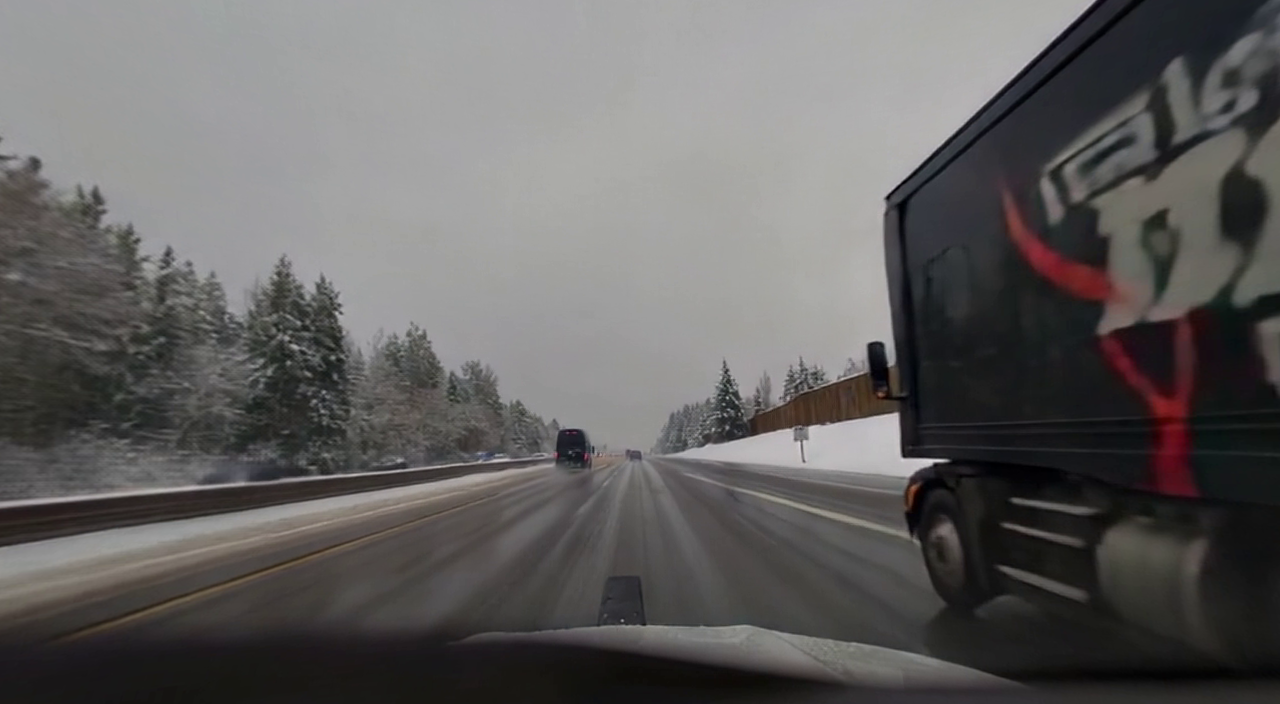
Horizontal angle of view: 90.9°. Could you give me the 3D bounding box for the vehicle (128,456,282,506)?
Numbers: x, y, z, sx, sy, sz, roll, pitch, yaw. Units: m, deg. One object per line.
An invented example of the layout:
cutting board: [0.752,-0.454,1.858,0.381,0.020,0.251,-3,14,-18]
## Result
vehicle: [-14.491,4.273,21.374,1.857,1.454,4.534,-1,-9,2]

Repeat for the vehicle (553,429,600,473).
vehicle: [-3.849,6.154,39.105,2.305,2.517,5.486,0,-9,1]
